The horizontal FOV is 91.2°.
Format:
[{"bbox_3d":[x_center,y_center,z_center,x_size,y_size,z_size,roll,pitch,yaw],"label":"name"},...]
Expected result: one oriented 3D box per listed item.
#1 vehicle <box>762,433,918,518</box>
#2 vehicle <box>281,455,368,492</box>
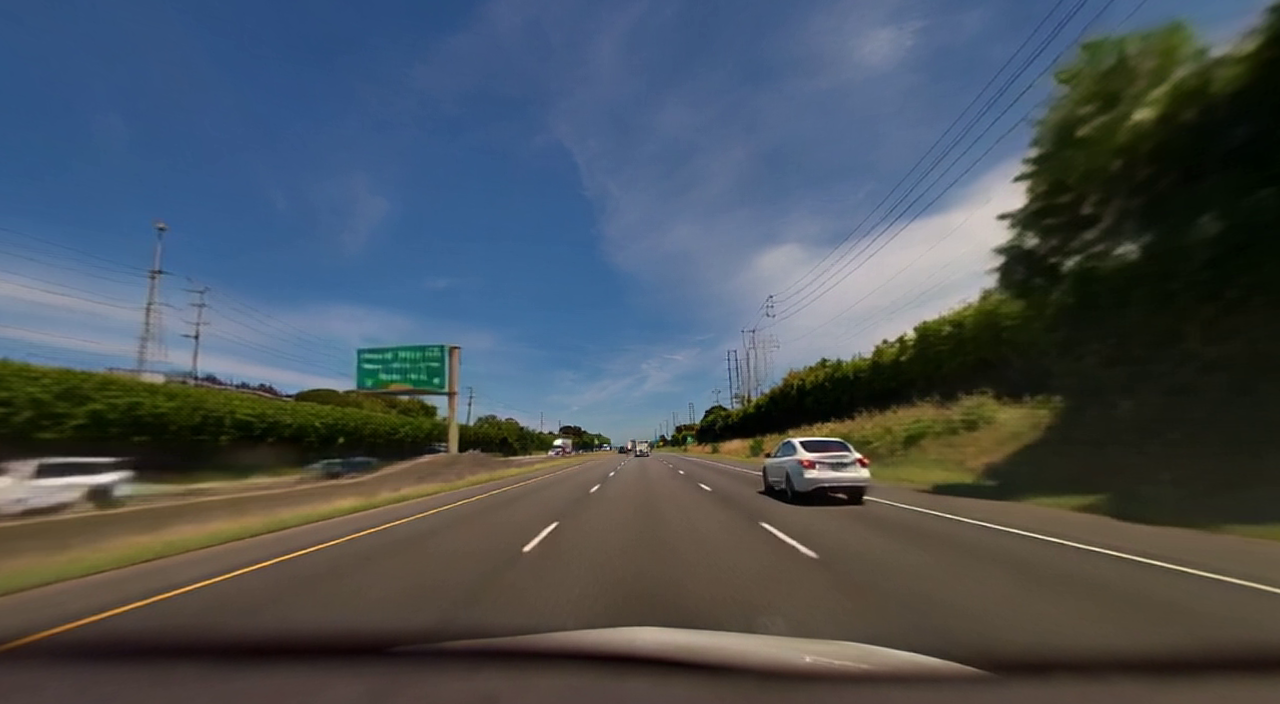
[{"bbox_3d":[4.158,2.642,13.858,2.054,1.565,4.089,0,-9,-1],"label":"vehicle"},{"bbox_3d":[-14.877,5.726,29.820,2.032,1.541,4.080,0,-9,0],"label":"vehicle"}]
